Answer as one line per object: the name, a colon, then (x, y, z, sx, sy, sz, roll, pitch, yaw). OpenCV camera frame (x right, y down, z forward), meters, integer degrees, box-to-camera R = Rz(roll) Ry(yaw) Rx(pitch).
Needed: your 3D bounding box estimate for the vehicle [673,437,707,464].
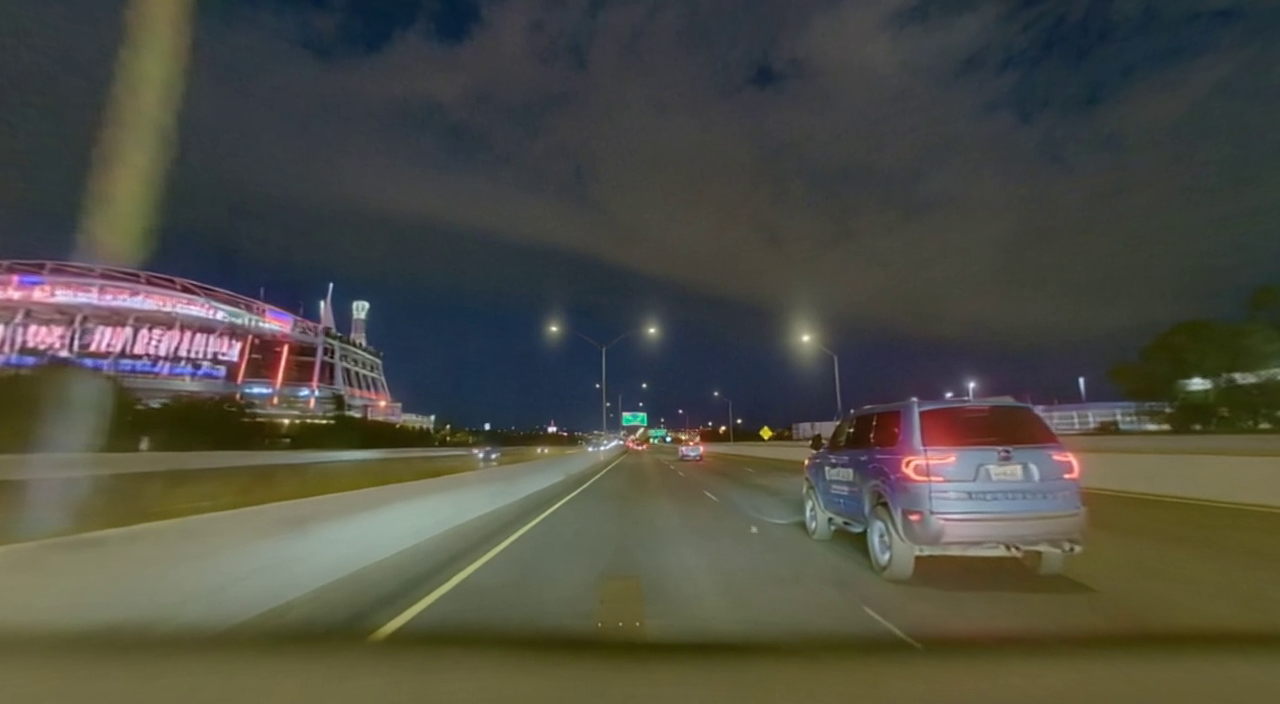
vehicle: (3.415, 6.864, 44.020, 1.973, 1.774, 4.092, 0, -9, 0)

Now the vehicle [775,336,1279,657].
vehicle: (3.077, 1.255, 6.508, 2.199, 2.002, 4.970, 0, -9, -1)
